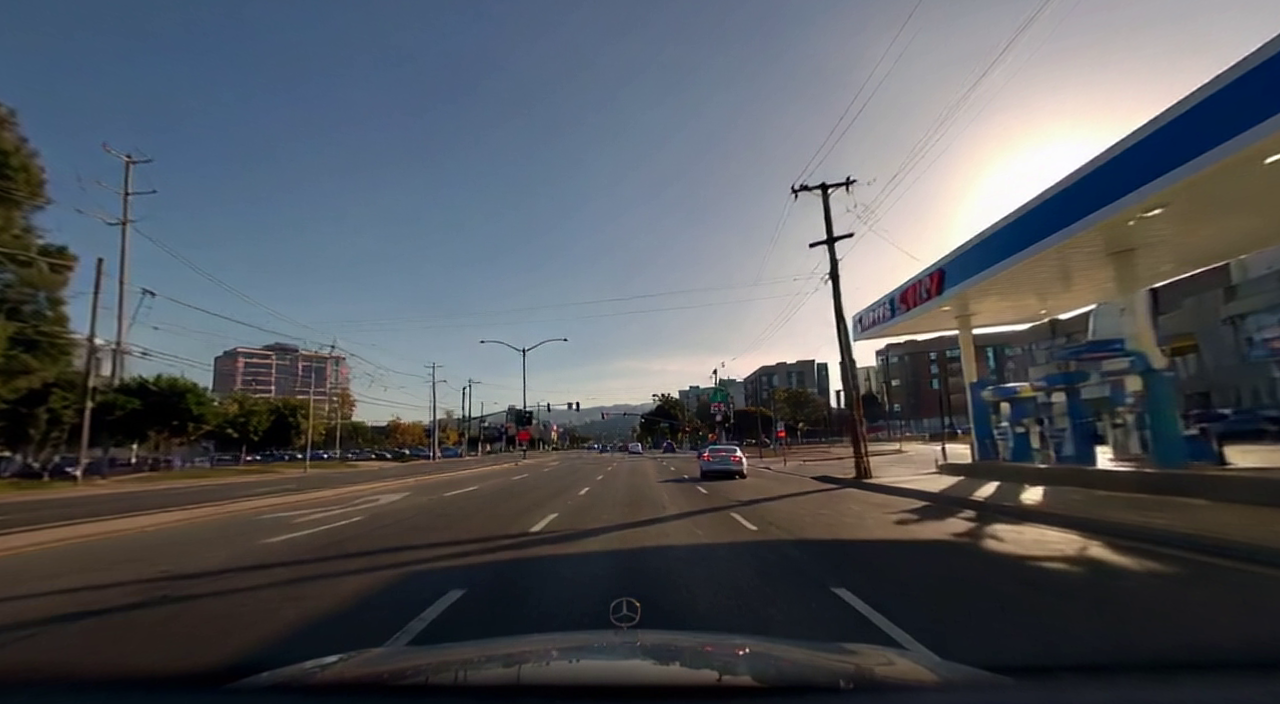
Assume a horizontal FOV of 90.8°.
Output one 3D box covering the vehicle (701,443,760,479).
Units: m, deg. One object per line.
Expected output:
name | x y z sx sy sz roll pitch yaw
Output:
vehicle | 3.995 4.902 28.786 2.113 1.470 4.867 0 -8 2
